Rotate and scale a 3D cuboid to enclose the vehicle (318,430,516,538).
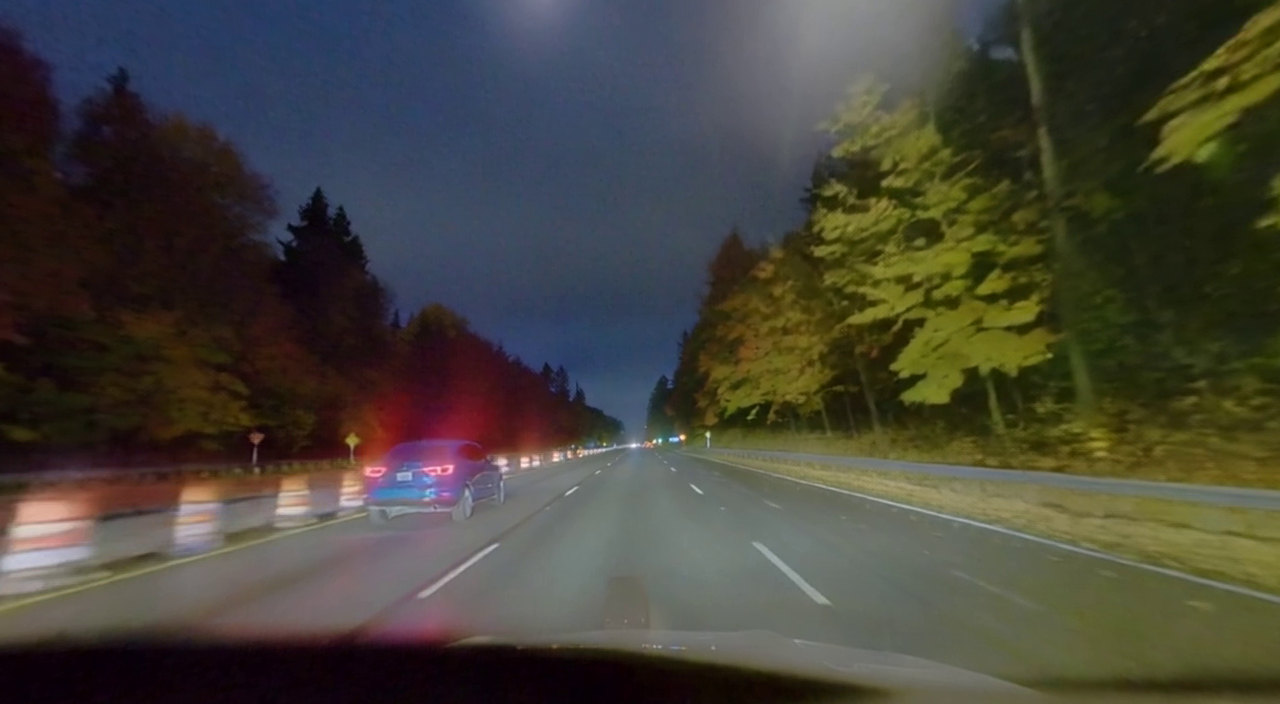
[{"bbox_3d":[-3.569,2.167,10.985,1.902,1.505,4.016,0,-8,1],"label":"vehicle"}]
